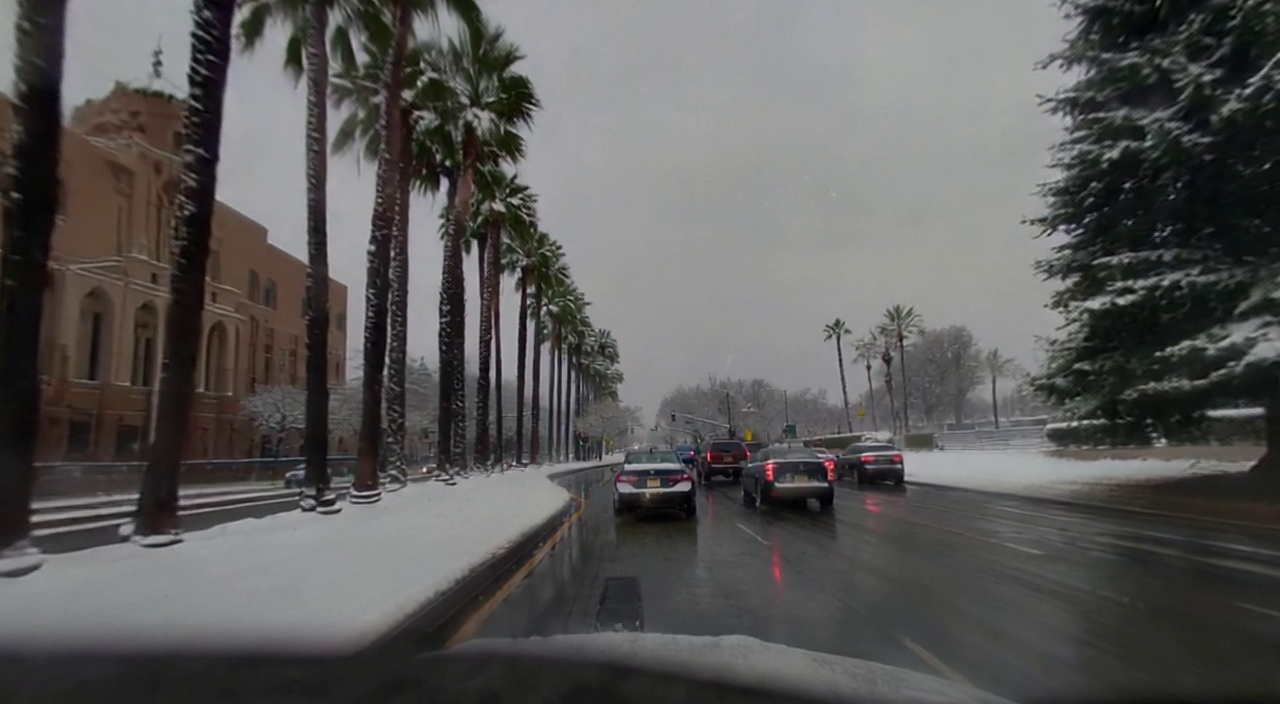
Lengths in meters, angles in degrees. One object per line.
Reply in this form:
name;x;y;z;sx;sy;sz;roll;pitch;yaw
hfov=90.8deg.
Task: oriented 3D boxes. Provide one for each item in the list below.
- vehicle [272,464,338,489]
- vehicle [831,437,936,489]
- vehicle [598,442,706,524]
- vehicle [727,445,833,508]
vehicle;-23.726;8.833;44.947;1.957;1.493;4.900;-1;-8;0
vehicle;8.785;4.030;23.329;1.994;1.715;4.777;0;-8;0
vehicle;0.206;2.784;13.964;2.050;1.521;3.747;0;-8;-1
vehicle;3.616;3.260;17.099;1.833;1.465;4.258;0;-8;-1
